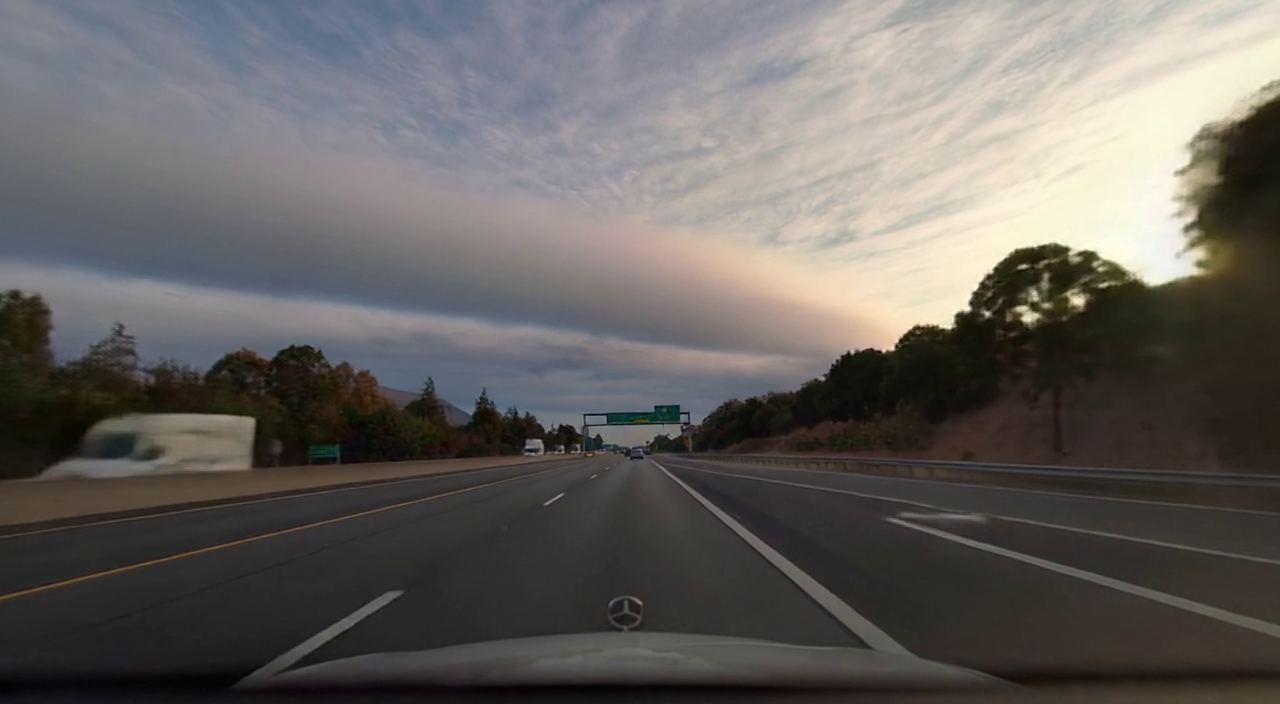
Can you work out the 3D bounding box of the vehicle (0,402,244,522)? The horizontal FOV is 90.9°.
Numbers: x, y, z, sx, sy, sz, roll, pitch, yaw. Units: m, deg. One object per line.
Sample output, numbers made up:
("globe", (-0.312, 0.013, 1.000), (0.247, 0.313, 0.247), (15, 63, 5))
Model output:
("vehicle", (-14.123, 2.993, 17.485), (2.285, 2.710, 6.085), (0, -9, -1))
